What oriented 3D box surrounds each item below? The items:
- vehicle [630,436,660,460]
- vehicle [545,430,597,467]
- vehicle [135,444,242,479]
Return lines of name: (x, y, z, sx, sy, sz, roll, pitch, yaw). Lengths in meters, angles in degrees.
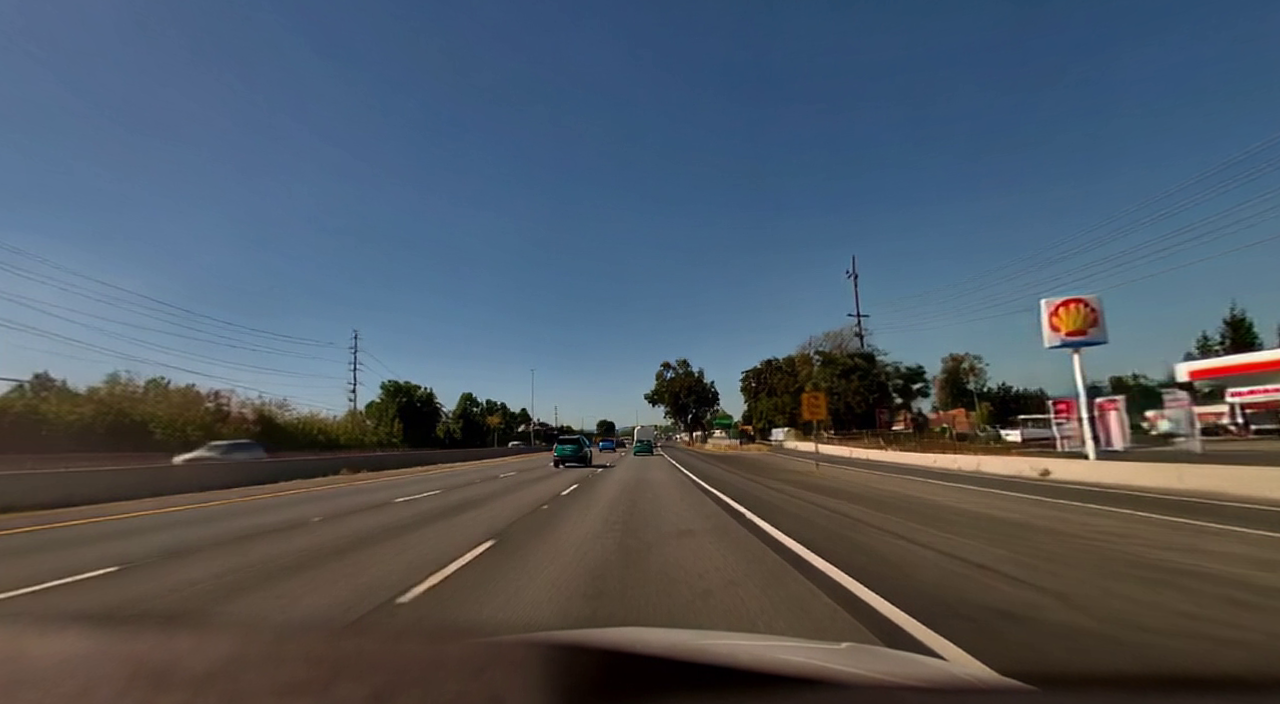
vehicle: (0.301, 6.579, 43.343, 1.982, 1.524, 3.800, 0, -8, -1)
vehicle: (-3.771, 5.383, 35.266, 2.273, 1.884, 4.515, 0, -8, 1)
vehicle: (-20.377, 4.933, 28.707, 1.849, 1.481, 4.051, 0, -8, 0)
